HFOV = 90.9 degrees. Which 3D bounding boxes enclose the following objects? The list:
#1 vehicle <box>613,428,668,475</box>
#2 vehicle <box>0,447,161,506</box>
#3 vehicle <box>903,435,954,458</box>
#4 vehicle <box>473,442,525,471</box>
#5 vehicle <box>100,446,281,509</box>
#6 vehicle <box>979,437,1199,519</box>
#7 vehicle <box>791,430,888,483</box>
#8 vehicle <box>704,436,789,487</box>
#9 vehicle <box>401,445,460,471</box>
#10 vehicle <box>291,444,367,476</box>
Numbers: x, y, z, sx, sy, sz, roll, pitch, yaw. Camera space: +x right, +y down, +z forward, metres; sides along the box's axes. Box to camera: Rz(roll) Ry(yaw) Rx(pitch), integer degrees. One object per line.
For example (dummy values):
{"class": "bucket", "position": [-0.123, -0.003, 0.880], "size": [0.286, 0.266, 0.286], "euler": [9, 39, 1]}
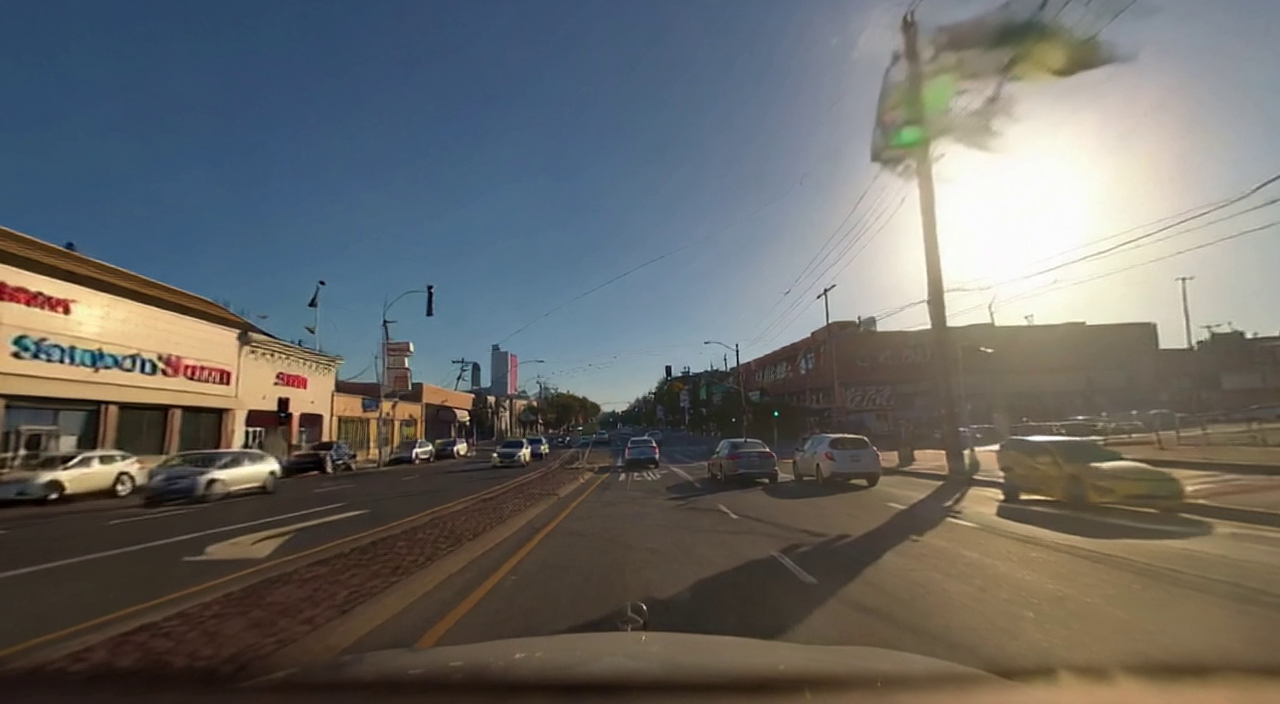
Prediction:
{"class": "vehicle", "position": [0.038, 4.321, 27.606], "size": [2.210, 1.861, 4.280], "euler": [0, -8, 1]}
{"class": "vehicle", "position": [-18.936, 4.088, 21.223], "size": [1.904, 1.685, 4.774], "euler": [0, -8, 0]}
{"class": "vehicle", "position": [19.924, 6.542, 43.716], "size": [1.807, 1.491, 3.858], "euler": [-1, -8, 2]}
{"class": "vehicle", "position": [-7.843, 5.831, 35.449], "size": [2.102, 1.496, 4.465], "euler": [0, -8, -3]}
{"class": "vehicle", "position": [-12.215, 3.387, 17.536], "size": [2.087, 1.499, 3.939], "euler": [0, -8, 0]}
{"class": "vehicle", "position": [10.263, 2.838, 14.981], "size": [1.845, 1.454, 4.620], "euler": [0, -6, 0]}
{"class": "vehicle", "position": [7.081, 3.743, 22.930], "size": [2.040, 1.738, 4.414], "euler": [0, -8, -1]}
{"class": "vehicle", "position": [3.375, 3.580, 20.968], "size": [1.963, 1.484, 4.609], "euler": [0, -8, -1]}
{"class": "vehicle", "position": [-12.613, 6.387, 38.280], "size": [1.887, 1.453, 4.696], "euler": [0, -8, 1]}
{"class": "vehicle", "position": [-18.813, 6.549, 38.431], "size": [2.111, 1.799, 4.898], "euler": [0, -9, 1]}
